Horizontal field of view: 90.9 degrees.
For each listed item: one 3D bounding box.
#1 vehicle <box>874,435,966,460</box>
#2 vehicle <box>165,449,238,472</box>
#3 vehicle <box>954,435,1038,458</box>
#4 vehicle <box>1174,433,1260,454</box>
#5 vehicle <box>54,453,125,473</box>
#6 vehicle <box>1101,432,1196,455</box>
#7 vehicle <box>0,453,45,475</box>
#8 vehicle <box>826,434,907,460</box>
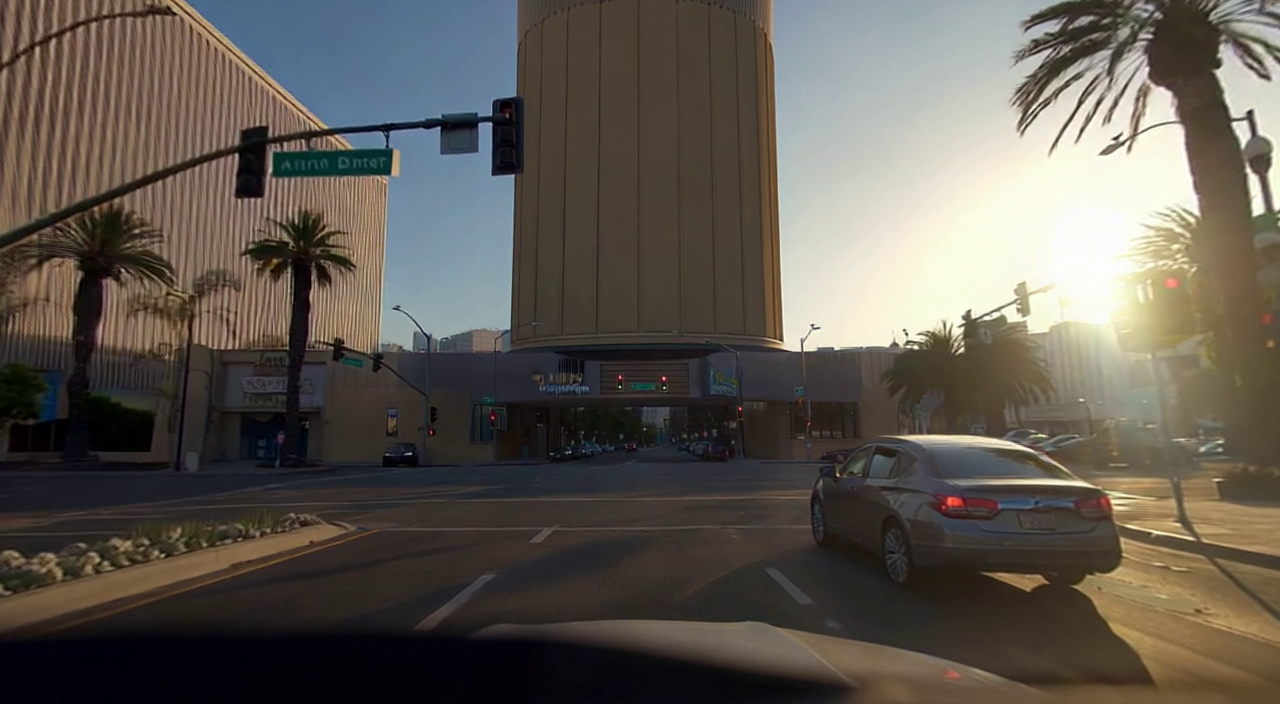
[{"bbox_3d":[16.939,5.774,38.254,4.684,1.461,1.777,0,-8,-1],"label":"vehicle"},{"bbox_3d":[-33.204,8.203,47.796,4.136,1.661,1.857,0,-8,0],"label":"vehicle"},{"bbox_3d":[23.536,6.262,41.763,4.423,1.465,1.798,0,-8,0],"label":"vehicle"},{"bbox_3d":[42.121,6.695,46.079,4.437,1.469,1.811,0,-8,0],"label":"vehicle"},{"bbox_3d":[-41.713,8.417,47.803,3.698,1.467,1.779,0,-8,0],"label":"vehicle"},{"bbox_3d":[33.307,5.986,41.358,4.567,1.458,1.791,0,-8,1],"label":"vehicle"},{"bbox_3d":[-48.024,8.497,47.928,3.786,1.555,1.702,0,-8,2],"label":"vehicle"},{"bbox_3d":[15.035,6.355,41.995,4.648,1.665,1.910,0,-8,-1],"label":"vehicle"}]
